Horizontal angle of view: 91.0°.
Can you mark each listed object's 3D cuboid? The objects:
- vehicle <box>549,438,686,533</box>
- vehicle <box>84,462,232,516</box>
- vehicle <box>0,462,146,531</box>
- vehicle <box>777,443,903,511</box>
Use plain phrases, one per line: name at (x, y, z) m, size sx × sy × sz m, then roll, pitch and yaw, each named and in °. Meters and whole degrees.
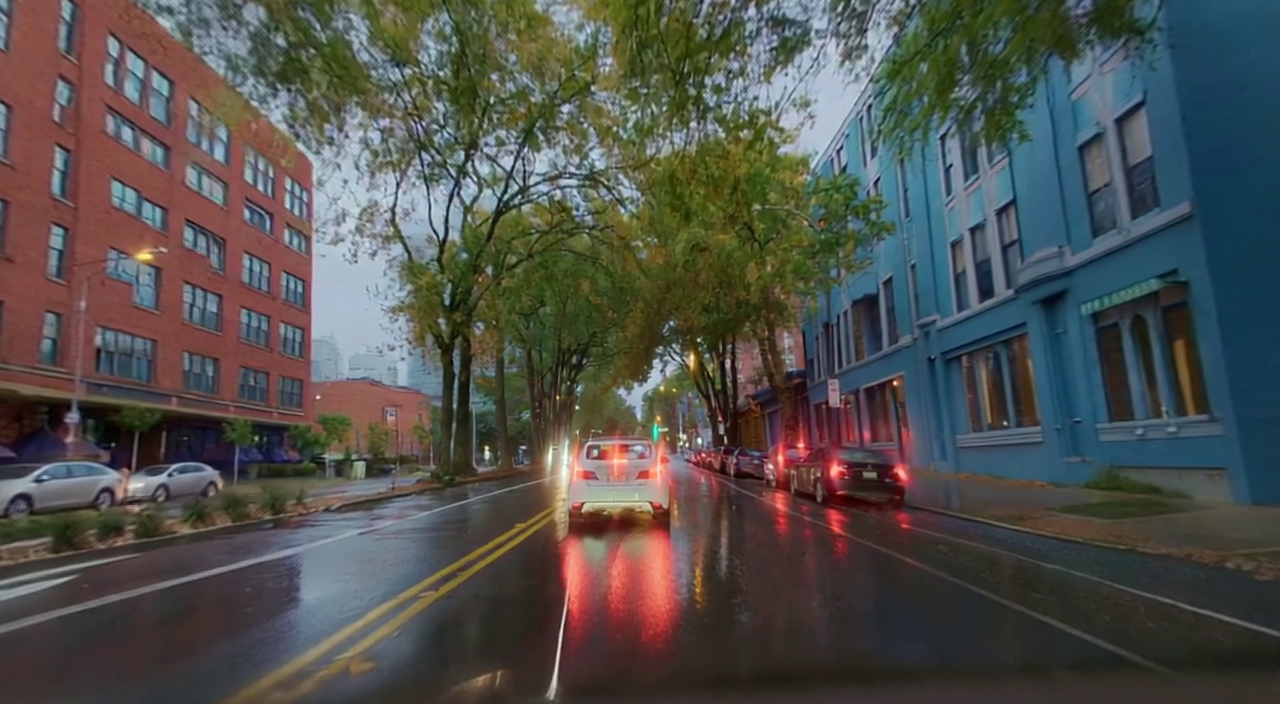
vehicle at (-0.369, 2.491, 12.353) m, size 2.230 × 1.518 × 4.113 m, roll 0°, pitch -9°, yaw 0°
vehicle at (-17.977, 5.097, 23.832) m, size 2.011 × 1.727 × 4.449 m, roll 1°, pitch -9°, yaw 0°
vehicle at (-17.596, 4.173, 18.764) m, size 1.909 × 1.658 × 4.559 m, roll 0°, pitch -9°, yaw 1°
vehicle at (4.931, 3.110, 16.162) m, size 1.832 × 1.491 × 4.054 m, roll 1°, pitch -9°, yaw -1°
